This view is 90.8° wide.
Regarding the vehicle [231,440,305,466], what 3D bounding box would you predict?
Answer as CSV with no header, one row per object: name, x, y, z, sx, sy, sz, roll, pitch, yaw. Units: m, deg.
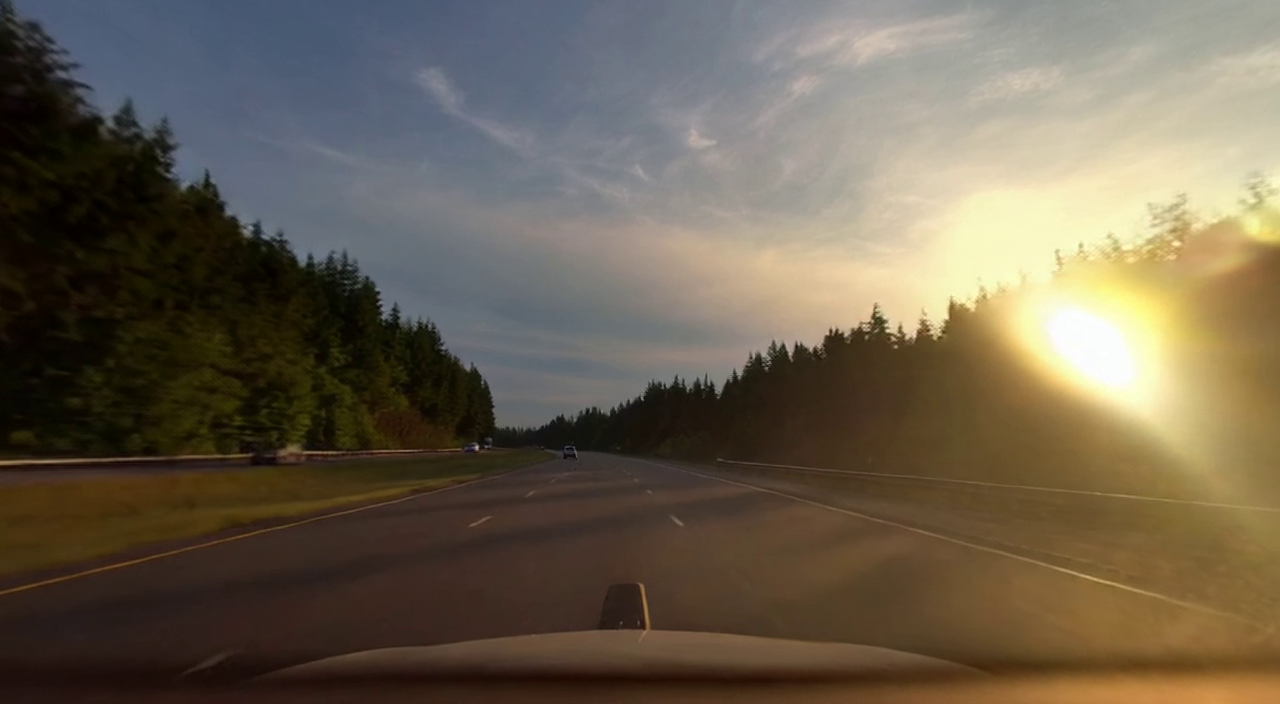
vehicle,-22.179,6.056,37.864,1.814,1.439,4.704,0,-9,-3
